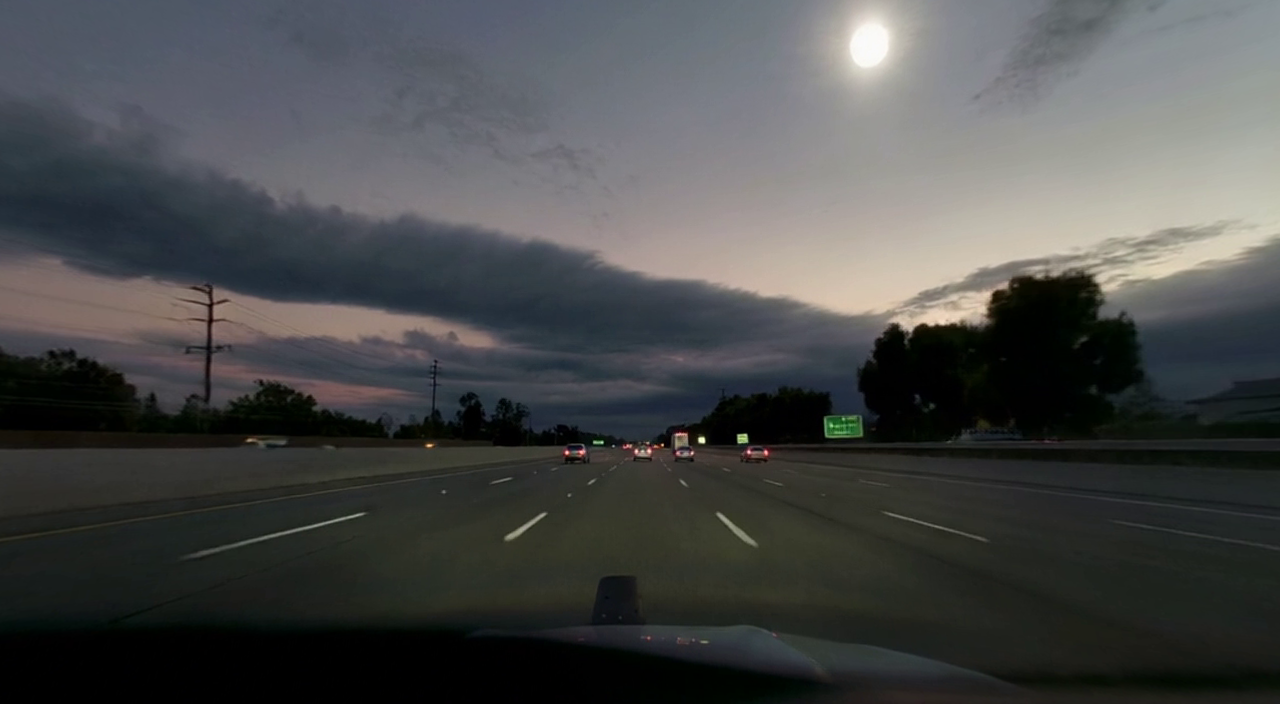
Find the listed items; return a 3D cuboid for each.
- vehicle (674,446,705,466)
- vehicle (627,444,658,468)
[{"bbox_3d":[3.772,8.011,48.597,2.076,1.506,4.050,0,-9,0],"label":"vehicle"},{"bbox_3d":[0.165,7.372,44.768,2.066,1.562,4.198,0,-9,0],"label":"vehicle"}]
